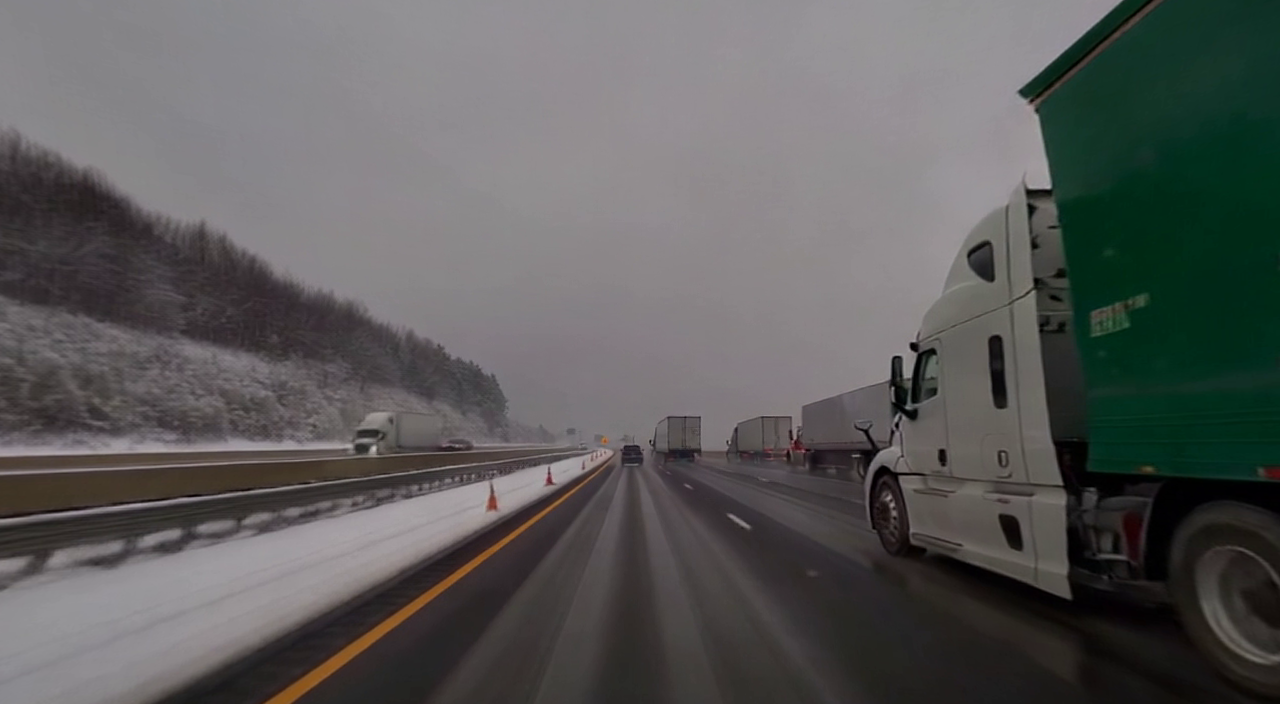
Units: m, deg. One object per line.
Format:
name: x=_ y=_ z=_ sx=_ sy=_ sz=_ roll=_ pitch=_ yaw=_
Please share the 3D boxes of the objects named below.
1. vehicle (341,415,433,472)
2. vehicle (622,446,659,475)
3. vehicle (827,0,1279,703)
vehicle: x=-12.720 y=4.697 z=32.281 sx=2.278 sy=2.621 sz=5.863 roll=0 pitch=-9 yaw=-1
vehicle: x=-0.012 y=5.885 z=34.369 sx=1.927 sy=1.437 sz=3.794 roll=0 pitch=-9 yaw=-1
vehicle: x=3.662 y=0.052 z=3.999 sx=2.990 sy=3.934 sz=6.180 roll=0 pitch=-9 yaw=0
